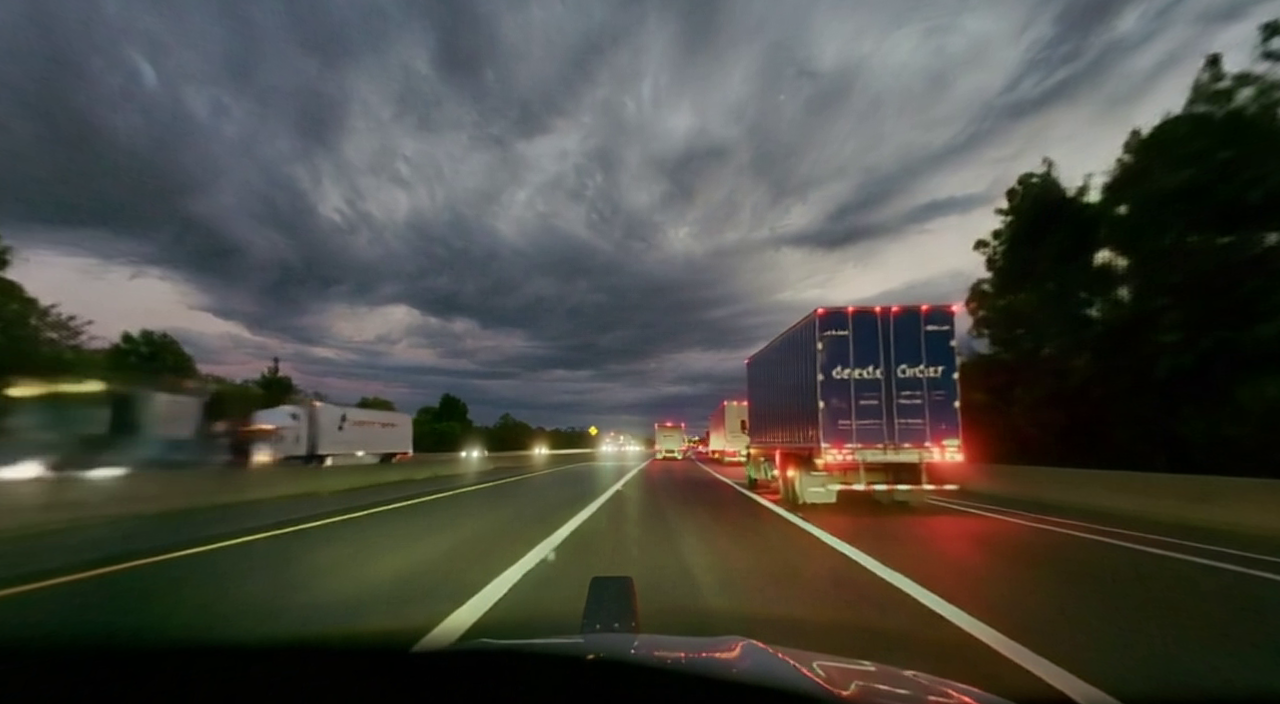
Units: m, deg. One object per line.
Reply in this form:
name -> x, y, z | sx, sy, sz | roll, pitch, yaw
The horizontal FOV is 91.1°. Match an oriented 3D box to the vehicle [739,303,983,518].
vehicle -> 4.732, 1.678, 16.346 | 2.920, 3.860, 10.035 | 0, -8, 2

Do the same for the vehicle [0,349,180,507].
vehicle -> -15.893, 1.995, 16.219 | 3.037, 3.540, 6.335 | 0, -8, 1
